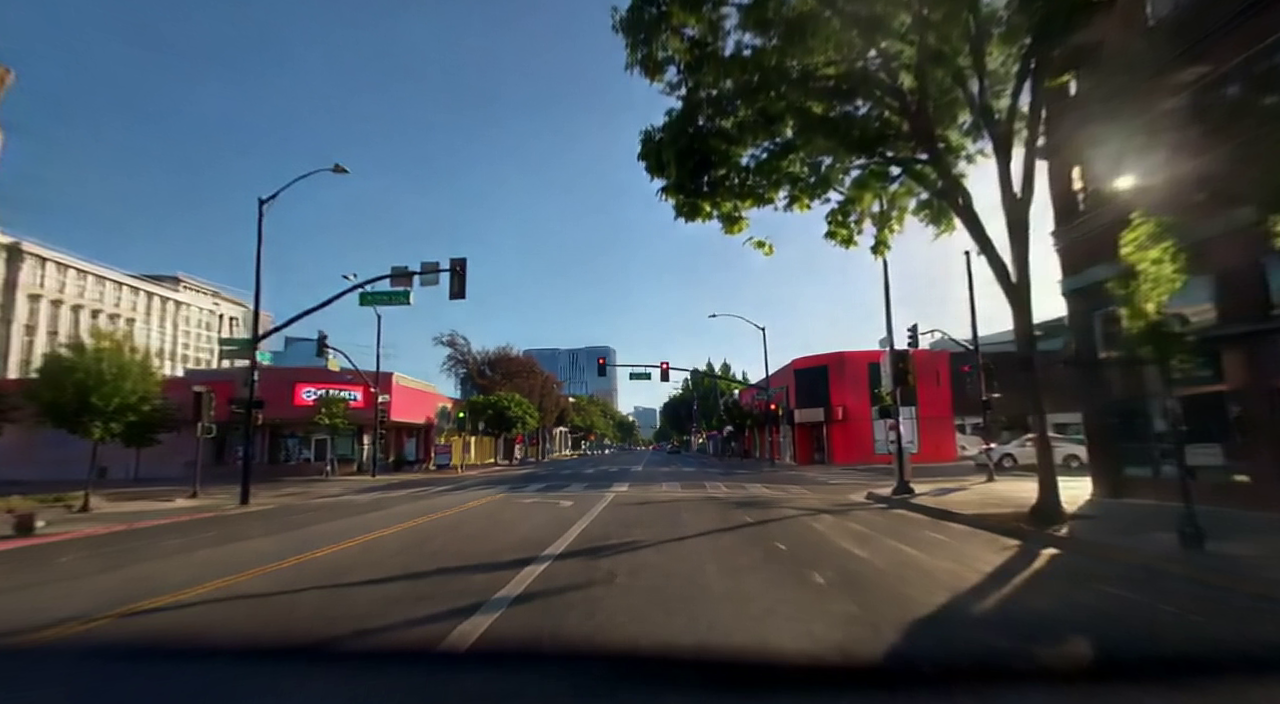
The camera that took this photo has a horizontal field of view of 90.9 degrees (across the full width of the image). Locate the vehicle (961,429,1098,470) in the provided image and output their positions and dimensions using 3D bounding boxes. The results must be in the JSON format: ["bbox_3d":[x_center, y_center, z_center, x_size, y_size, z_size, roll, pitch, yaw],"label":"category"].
[{"bbox_3d":[17.670,4.455,28.785,4.836,1.795,1.957,0,-8,2],"label":"vehicle"}]
